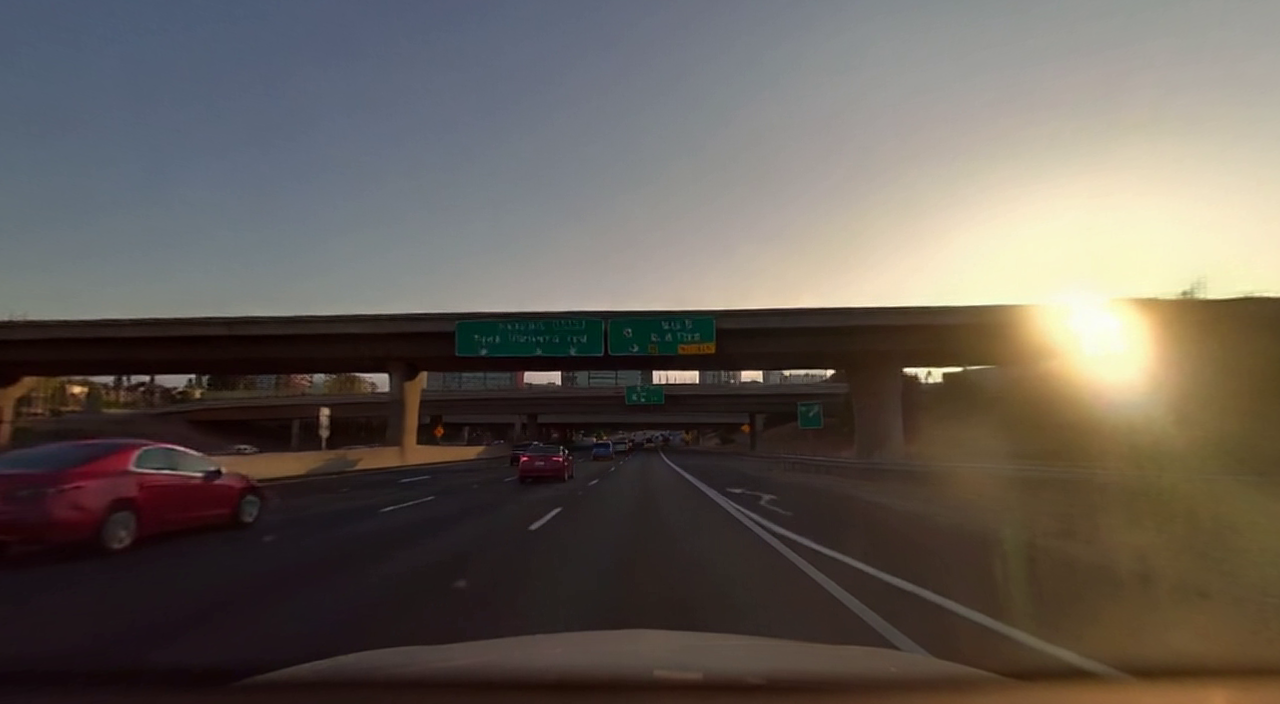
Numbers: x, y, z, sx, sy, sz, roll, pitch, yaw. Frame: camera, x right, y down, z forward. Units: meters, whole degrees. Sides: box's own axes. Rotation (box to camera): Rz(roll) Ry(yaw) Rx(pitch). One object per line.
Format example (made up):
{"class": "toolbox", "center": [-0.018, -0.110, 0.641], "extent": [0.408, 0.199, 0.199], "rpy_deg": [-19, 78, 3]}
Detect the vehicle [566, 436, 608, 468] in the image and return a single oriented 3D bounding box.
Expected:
{"class": "vehicle", "center": [-3.172, 6.112, 38.562], "extent": [2.080, 1.811, 4.644], "rpy_deg": [0, -8, 1]}

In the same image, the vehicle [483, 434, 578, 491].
{"class": "vehicle", "center": [-3.420, 3.564, 20.714], "extent": [2.210, 1.628, 4.586], "rpy_deg": [0, -8, 1]}

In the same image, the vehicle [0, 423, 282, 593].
{"class": "vehicle", "center": [-6.905, 1.737, 7.798], "extent": [2.069, 1.551, 4.830], "rpy_deg": [0, -8, 1]}
